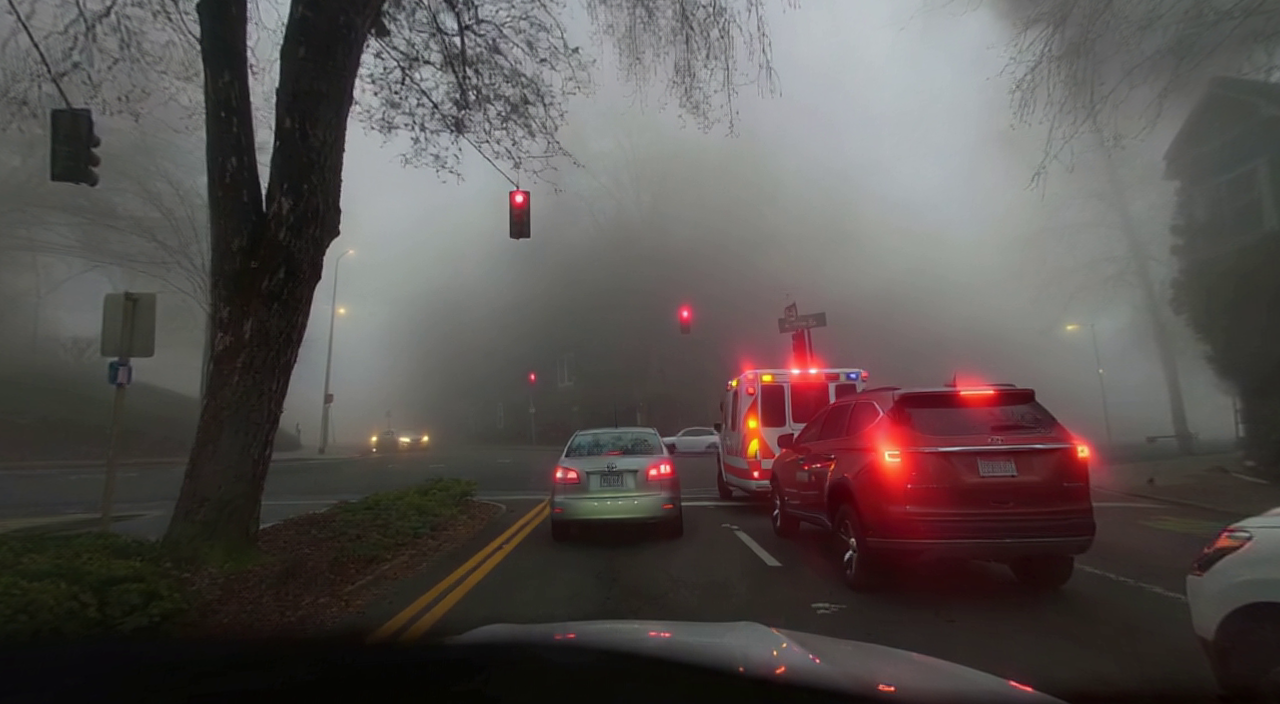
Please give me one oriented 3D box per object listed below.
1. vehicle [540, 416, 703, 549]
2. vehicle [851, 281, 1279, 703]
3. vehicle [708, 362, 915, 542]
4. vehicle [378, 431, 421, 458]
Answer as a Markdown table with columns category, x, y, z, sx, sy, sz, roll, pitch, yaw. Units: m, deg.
| category | x | y | z | sx | sy | sz | roll | pitch | yaw |
| --- | --- | --- | --- | --- | --- | --- | --- | --- | --- |
| vehicle | -0.273 | 1.980 | 10.184 | 2.114 | 1.707 | 3.725 | 0 | -8 | -1 |
| vehicle | 2.851 | 0.885 | 2.841 | 2.194 | 1.820 | 4.652 | 0 | -8 | 0 |
| vehicle | 2.876 | 1.896 | 12.362 | 2.406 | 2.687 | 5.521 | 0 | -8 | -1 |
| vehicle | -17.746 | 6.875 | 46.849 | 2.246 | 1.880 | 4.454 | 1 | -8 | -12 |
